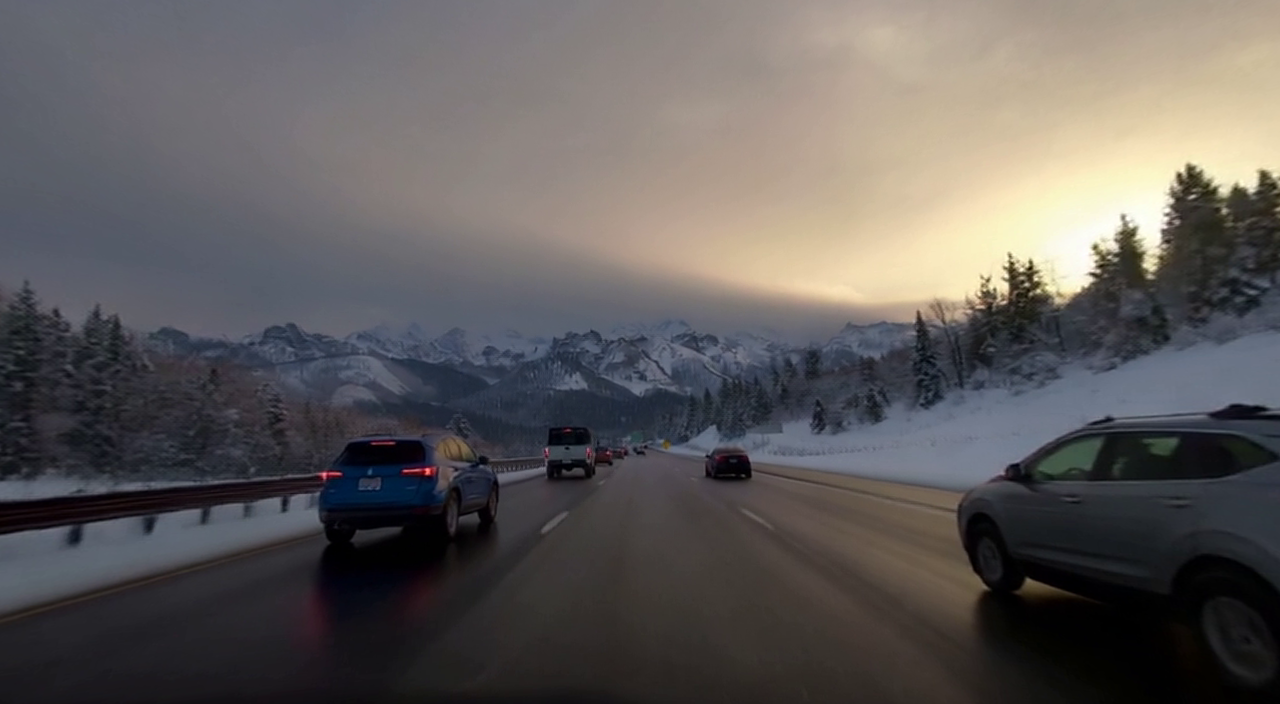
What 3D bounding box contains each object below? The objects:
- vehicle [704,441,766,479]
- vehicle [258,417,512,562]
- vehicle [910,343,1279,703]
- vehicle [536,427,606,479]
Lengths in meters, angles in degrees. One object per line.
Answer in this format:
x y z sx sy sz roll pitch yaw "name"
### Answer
4.202 4.878 28.707 2.071 1.570 4.637 0 -8 0 "vehicle"
-3.480 1.951 9.675 2.080 1.716 4.207 0 -8 1 "vehicle"
3.781 1.009 4.016 2.066 1.696 4.604 0 -8 0 "vehicle"
-3.010 4.624 29.002 2.494 2.136 5.539 0 -8 1 "vehicle"
